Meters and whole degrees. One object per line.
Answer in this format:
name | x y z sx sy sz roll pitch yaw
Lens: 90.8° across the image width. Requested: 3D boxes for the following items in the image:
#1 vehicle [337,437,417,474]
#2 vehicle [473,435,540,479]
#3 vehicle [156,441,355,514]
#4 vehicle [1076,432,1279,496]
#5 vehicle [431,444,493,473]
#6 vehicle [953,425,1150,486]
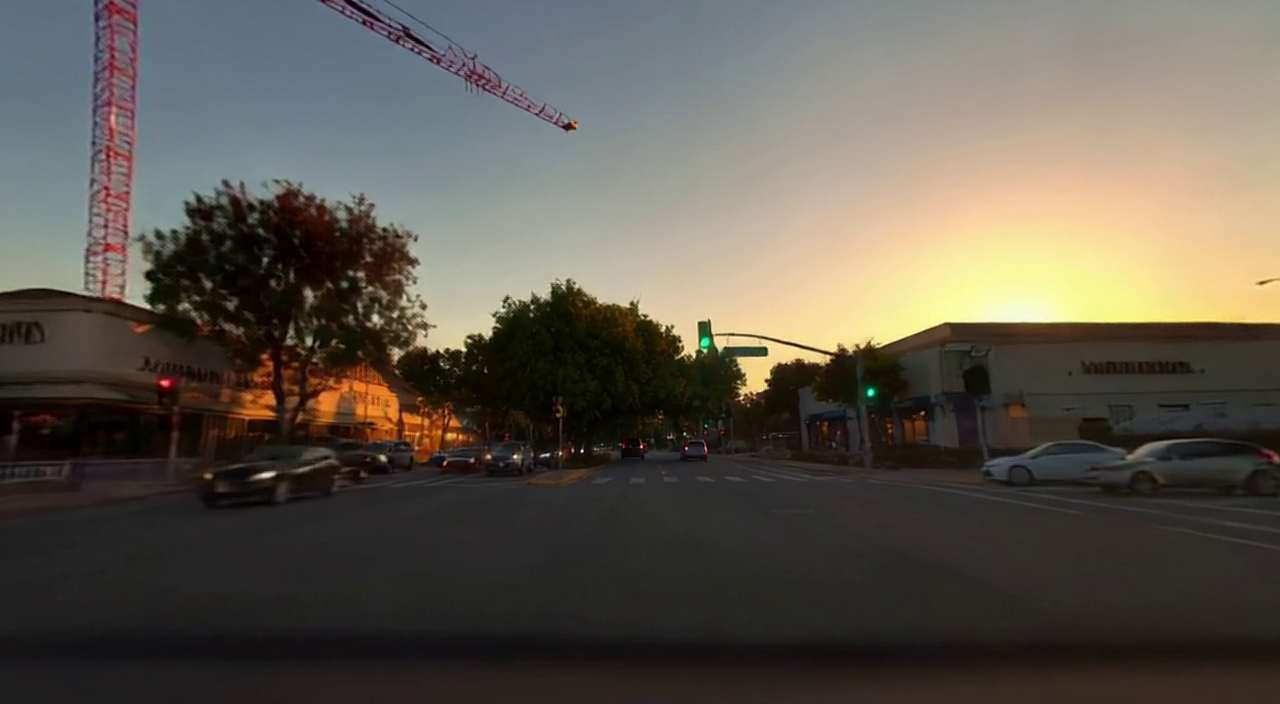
vehicle | -16.481 6.511 39.994 2.314 2.135 5.914 -1 -8 2
vehicle | -5.852 4.604 28.130 1.983 1.715 4.466 -2 -8 0
vehicle | -8.798 2.885 15.040 2.067 1.460 4.290 0 -8 -1
vehicle | 13.874 2.760 15.762 4.506 1.479 1.924 0 -8 2
vehicle | -9.257 5.571 33.297 1.947 1.434 4.557 0 -8 0
vehicle | 12.756 3.238 19.939 4.641 1.772 2.080 -1 -9 7
